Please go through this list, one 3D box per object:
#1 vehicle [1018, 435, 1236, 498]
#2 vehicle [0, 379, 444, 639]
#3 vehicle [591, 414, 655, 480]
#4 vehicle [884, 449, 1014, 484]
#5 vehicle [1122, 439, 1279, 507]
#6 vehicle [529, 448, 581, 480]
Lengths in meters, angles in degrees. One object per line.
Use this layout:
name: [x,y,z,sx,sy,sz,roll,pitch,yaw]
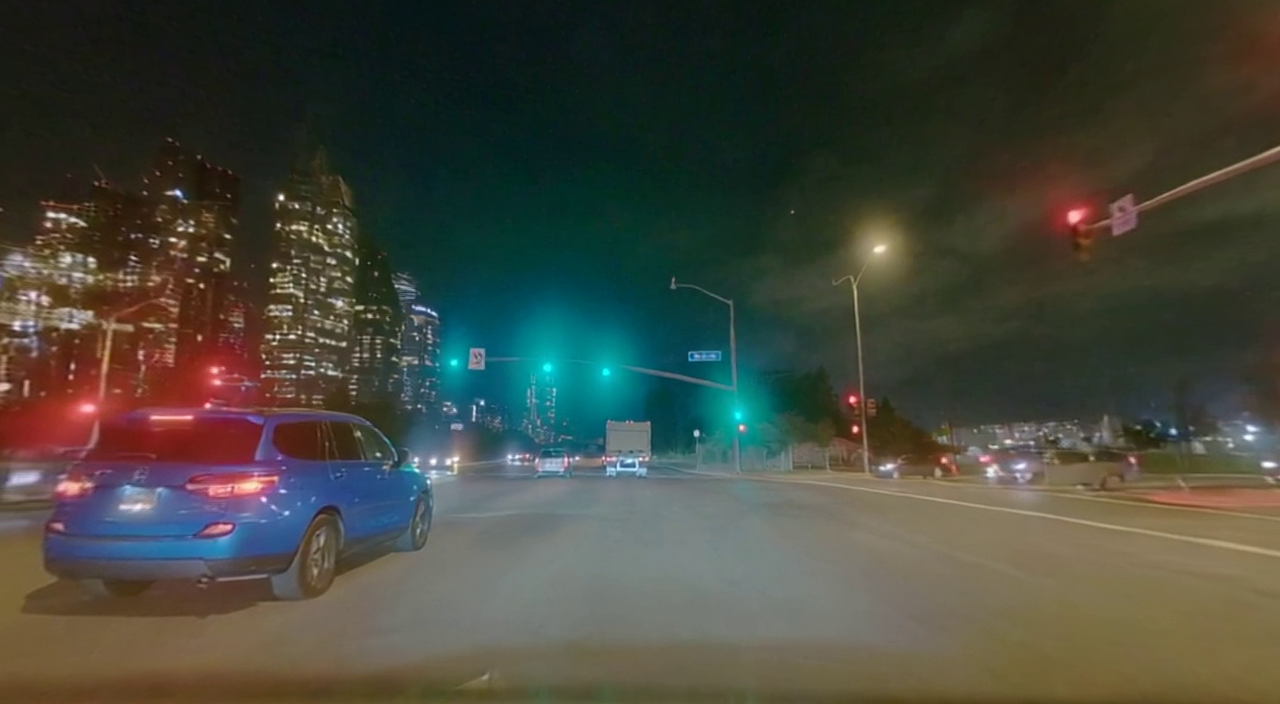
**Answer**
vehicle: [14.163,3.329,18.501,4.609,1.723,2.157,0,-9,-1]
vehicle: [-4.054,1.472,6.960,2.178,1.826,4.933,0,-9,0]
vehicle: [-0.830,4.965,32.807,2.993,3.051,6.692,0,-9,0]
vehicle: [14.047,5.206,28.749,4.807,1.530,2.066,0,-9,-2]
vehicle: [15.090,2.892,15.291,4.983,1.511,2.077,0,-9,-1]
vehicle: [-4.148,5.504,31.214,2.023,1.483,4.143,0,-9,-1]
